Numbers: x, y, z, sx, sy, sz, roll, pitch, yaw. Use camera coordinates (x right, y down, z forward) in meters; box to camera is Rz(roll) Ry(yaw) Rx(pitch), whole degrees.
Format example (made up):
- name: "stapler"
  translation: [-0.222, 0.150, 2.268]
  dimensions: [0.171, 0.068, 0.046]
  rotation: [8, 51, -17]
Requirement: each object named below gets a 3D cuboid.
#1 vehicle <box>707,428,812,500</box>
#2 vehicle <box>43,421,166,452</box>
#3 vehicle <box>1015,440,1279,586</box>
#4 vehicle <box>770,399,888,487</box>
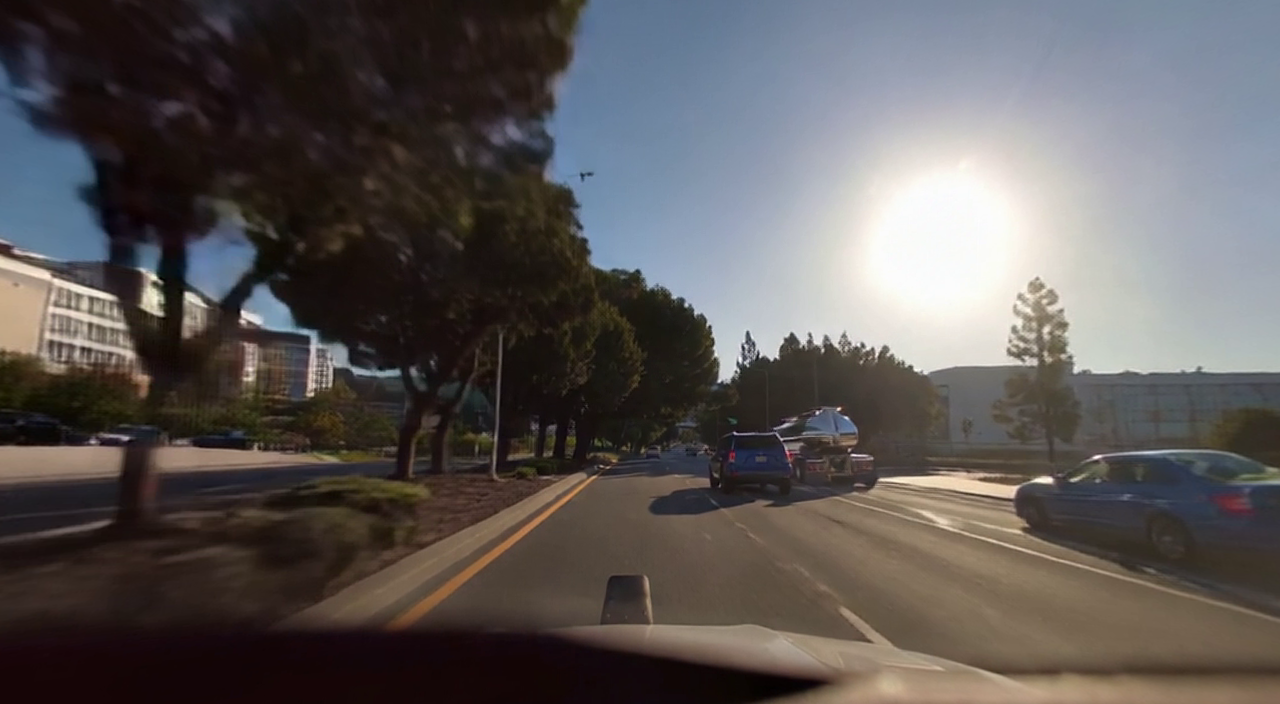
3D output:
- name: "vehicle"
  translation: [3.156, 3.088, 17.727]
  dimensions: [2.045, 1.729, 4.532]
  rotation: [0, -8, 0]
- name: "vehicle"
  translation: [-28.605, 4.533, 33.779]
  dimensions: [4.723, 1.592, 1.994]
  rotation: [0, -8, 1]
- name: "vehicle"
  translation: [7.464, 1.964, 8.636]
  dimensions: [1.966, 1.476, 4.270]
  rotation: [0, -8, -1]
- name: "vehicle"
  translation: [7.640, 3.838, 26.525]
  dimensions: [2.849, 3.207, 6.275]
  rotation: [0, -8, -1]
